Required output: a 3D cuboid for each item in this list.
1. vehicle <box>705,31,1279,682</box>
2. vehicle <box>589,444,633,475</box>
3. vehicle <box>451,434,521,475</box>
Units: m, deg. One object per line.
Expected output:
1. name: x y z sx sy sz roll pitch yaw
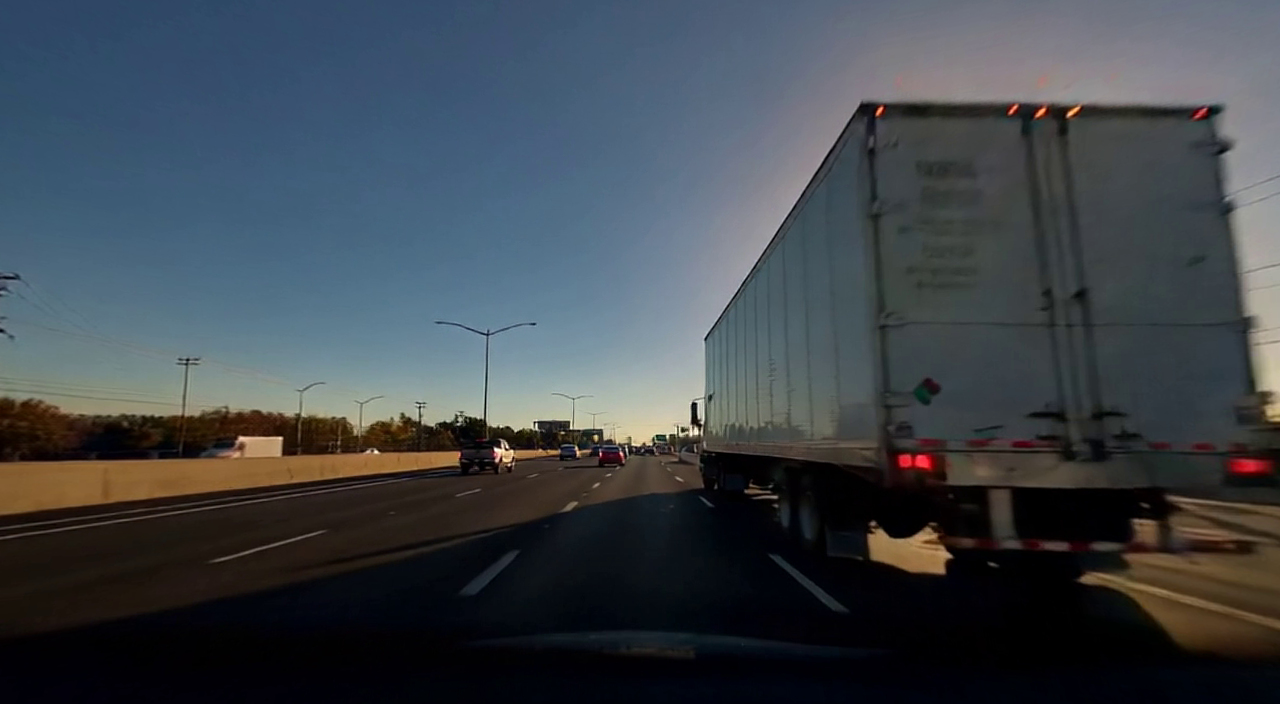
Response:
1. vehicle: 3.162 0.760 9.609 3.045 3.923 11.834 0 -9 0
2. vehicle: -1.502 5.731 33.879 2.060 1.508 4.308 0 -9 1
3. vehicle: -7.327 4.940 30.467 2.147 1.825 4.602 0 -9 0
